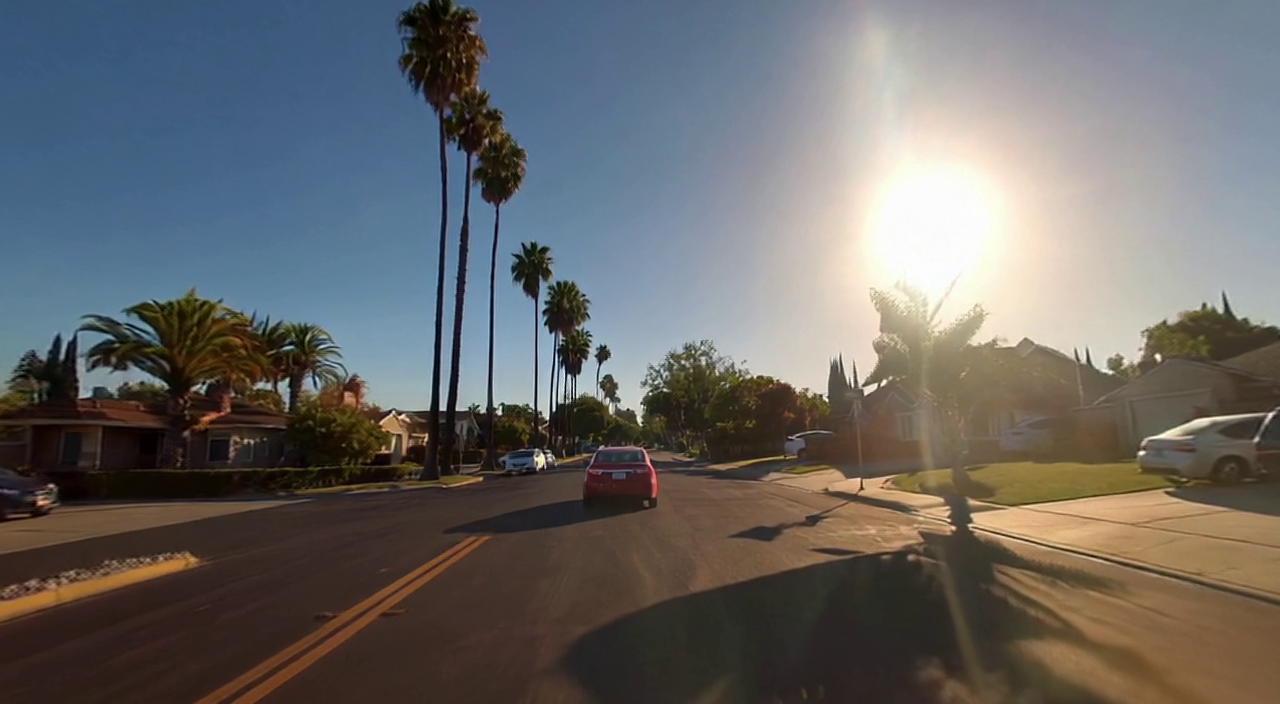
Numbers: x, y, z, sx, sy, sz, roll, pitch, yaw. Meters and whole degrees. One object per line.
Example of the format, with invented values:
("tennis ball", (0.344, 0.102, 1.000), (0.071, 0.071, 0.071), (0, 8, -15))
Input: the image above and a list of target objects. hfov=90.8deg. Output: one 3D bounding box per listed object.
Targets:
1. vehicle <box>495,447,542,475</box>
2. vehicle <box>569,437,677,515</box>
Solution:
("vehicle", (-7.978, 7.179, 41.865), (2.069, 1.441, 4.368), (-3, -7, 1))
("vehicle", (-0.379, 2.729, 14.389), (2.098, 1.483, 4.099), (0, -9, -1))
